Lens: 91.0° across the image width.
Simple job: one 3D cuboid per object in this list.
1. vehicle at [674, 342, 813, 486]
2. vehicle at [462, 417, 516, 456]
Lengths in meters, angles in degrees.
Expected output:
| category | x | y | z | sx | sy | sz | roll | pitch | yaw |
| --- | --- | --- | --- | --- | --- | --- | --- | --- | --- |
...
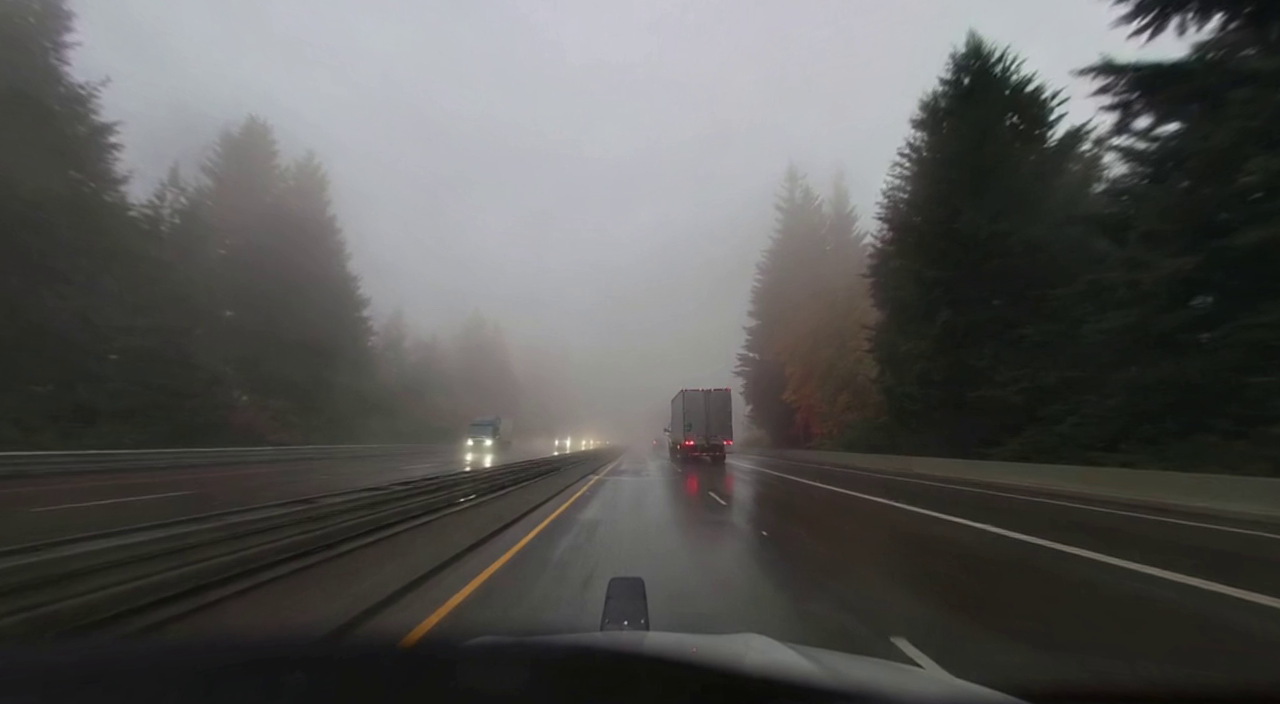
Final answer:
| category | x | y | z | sx | sy | sz | roll | pitch | yaw |
| --- | --- | --- | --- | --- | --- | --- | --- | --- | --- |
| vehicle | 3.463 | 2.828 | 25.891 | 3.691 | 4.331 | 13.909 | 0 | -8 | 1 |
| vehicle | -11.343 | 6.449 | 47.834 | 2.322 | 2.720 | 6.848 | 0 | -8 | 1 |
